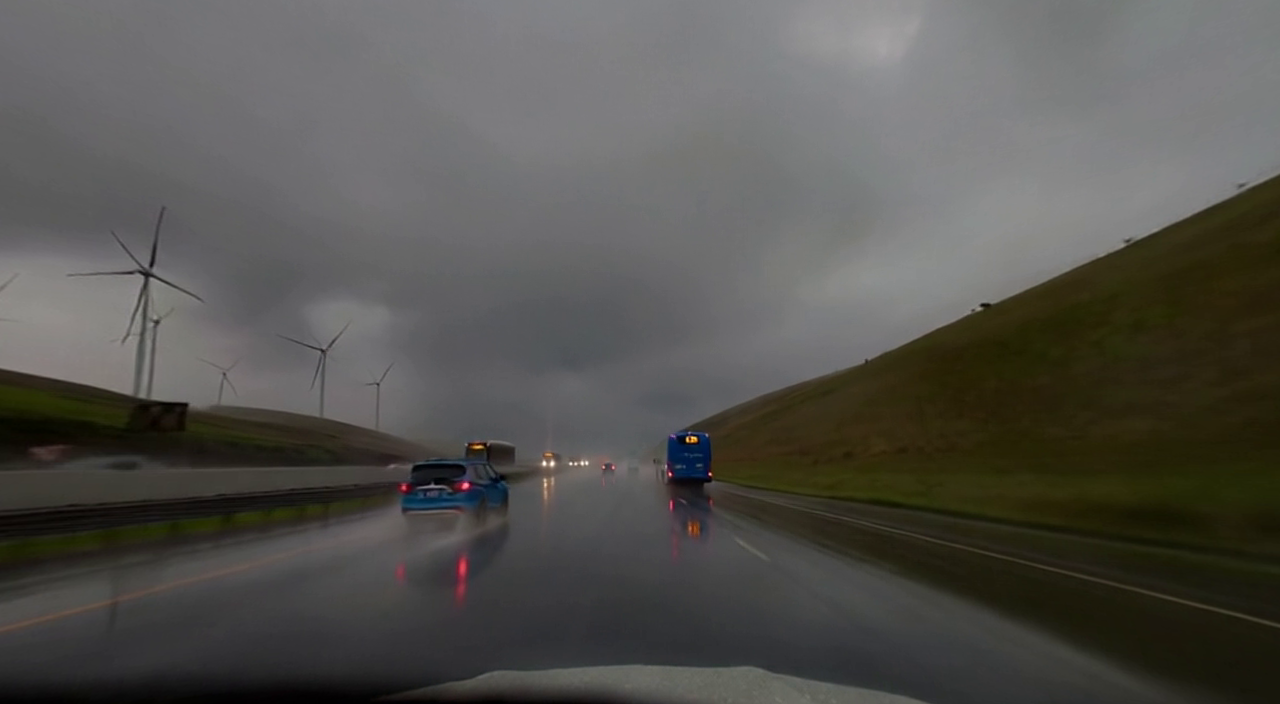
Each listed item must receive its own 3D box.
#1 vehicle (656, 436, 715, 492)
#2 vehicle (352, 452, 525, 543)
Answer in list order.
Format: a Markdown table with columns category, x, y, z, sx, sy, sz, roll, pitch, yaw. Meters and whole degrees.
| category | x | y | z | sx | sy | sz | roll | pitch | yaw |
| --- | --- | --- | --- | --- | --- | --- | --- | --- | --- |
| vehicle | 3.210 | 8.691 | 48.604 | 2.941 | 3.574 | 14.463 | 1 | -11 | -2 |
| vehicle | -3.975 | 2.987 | 13.375 | 2.213 | 1.568 | 4.274 | 1 | -11 | 0 |
